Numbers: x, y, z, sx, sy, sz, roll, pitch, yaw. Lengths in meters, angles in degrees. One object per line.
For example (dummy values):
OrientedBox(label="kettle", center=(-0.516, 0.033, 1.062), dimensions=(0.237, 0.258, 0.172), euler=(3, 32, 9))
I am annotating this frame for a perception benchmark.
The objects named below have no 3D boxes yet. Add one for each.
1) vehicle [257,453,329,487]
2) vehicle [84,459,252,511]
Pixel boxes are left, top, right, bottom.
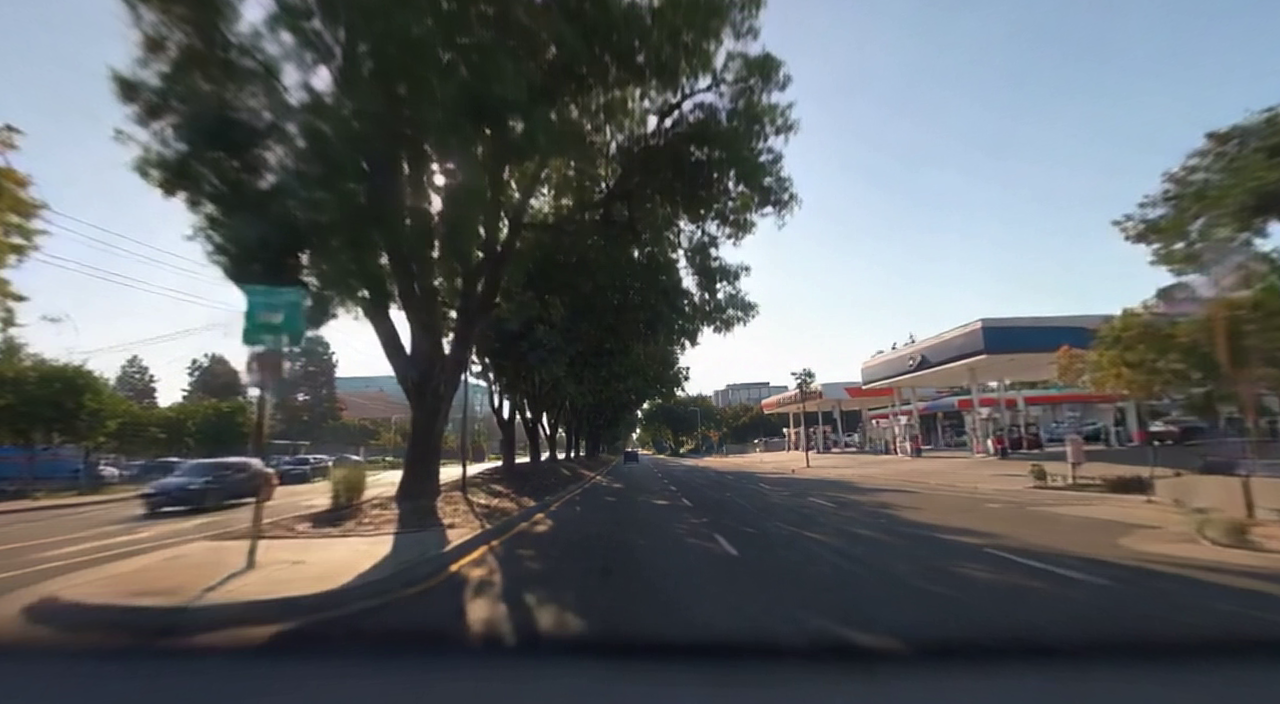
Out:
OrientedBox(label="vehicle", center=(-22.330, 7.602, 40.917), dimensions=(2.076, 1.927, 4.749), euler=(-2, -9, -2))
OrientedBox(label="vehicle", center=(-15.886, 4.465, 21.709), dimensions=(1.971, 1.492, 4.878), euler=(0, -9, 0))
